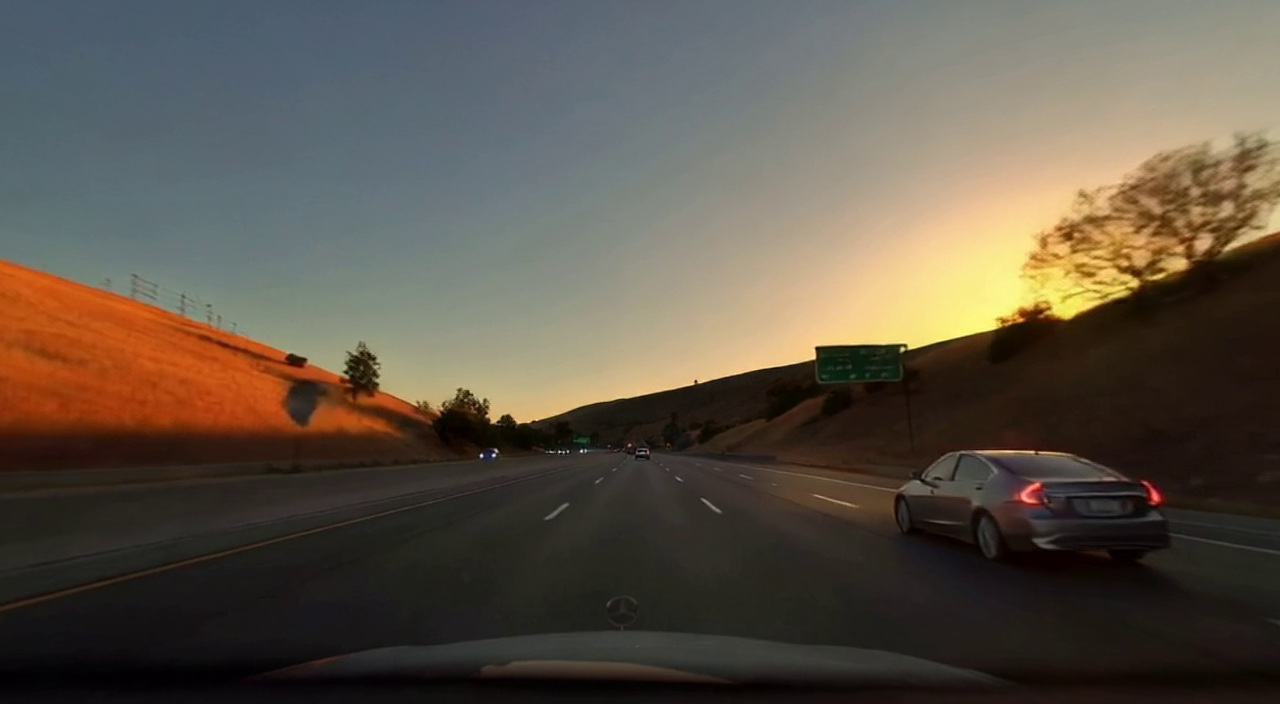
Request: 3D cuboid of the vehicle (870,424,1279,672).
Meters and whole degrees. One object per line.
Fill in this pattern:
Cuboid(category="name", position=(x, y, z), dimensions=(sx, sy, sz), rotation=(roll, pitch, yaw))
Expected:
Cuboid(category="vehicle", position=(4.015, 1.527, 6.027), dimensions=(1.976, 1.495, 4.217), rotation=(0, -9, 0))
